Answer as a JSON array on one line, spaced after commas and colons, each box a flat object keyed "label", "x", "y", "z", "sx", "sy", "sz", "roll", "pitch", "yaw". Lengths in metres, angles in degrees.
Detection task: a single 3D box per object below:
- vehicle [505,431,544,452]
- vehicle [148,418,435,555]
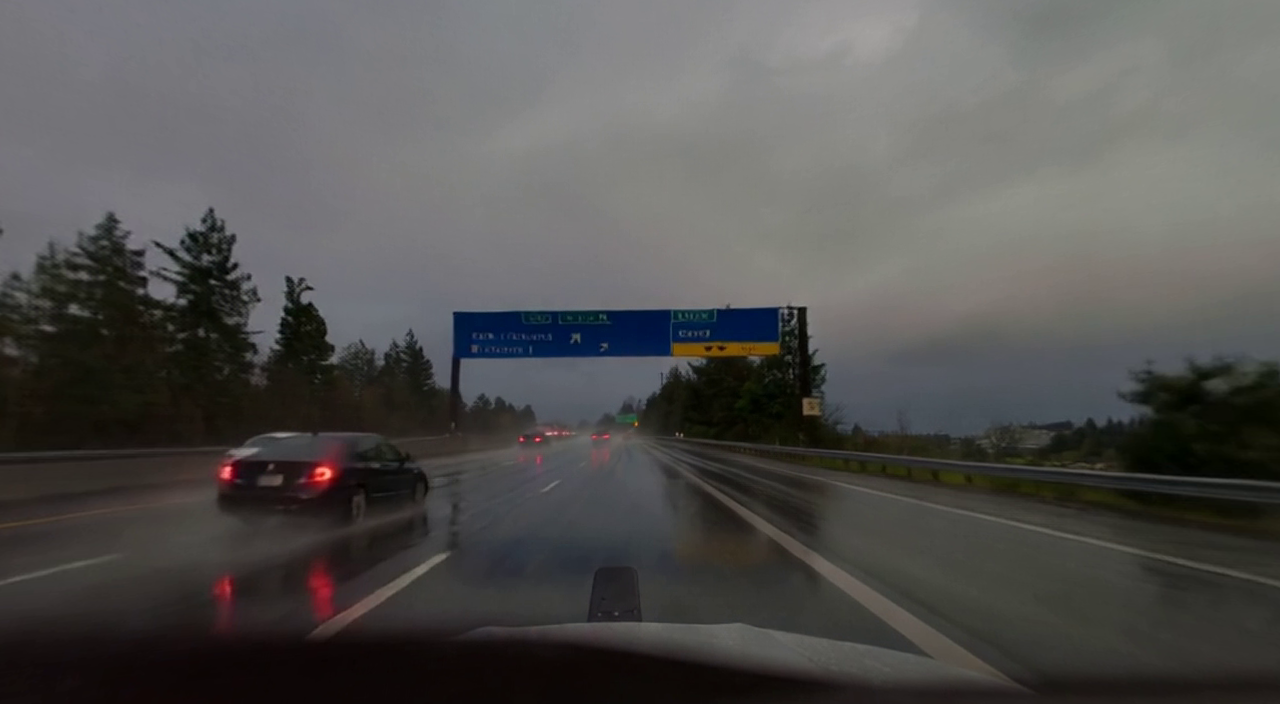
[{"label": "vehicle", "x": -9.004, "y": 7.044, "z": 49.628, "sx": 2.092, "sy": 1.574, "sz": 5.251, "roll": 0, "pitch": -7, "yaw": 0}, {"label": "vehicle", "x": -4.458, "y": 1.725, "z": 8.851, "sx": 1.912, "sy": 1.495, "sz": 3.703, "roll": 0, "pitch": -7, "yaw": 0}]
